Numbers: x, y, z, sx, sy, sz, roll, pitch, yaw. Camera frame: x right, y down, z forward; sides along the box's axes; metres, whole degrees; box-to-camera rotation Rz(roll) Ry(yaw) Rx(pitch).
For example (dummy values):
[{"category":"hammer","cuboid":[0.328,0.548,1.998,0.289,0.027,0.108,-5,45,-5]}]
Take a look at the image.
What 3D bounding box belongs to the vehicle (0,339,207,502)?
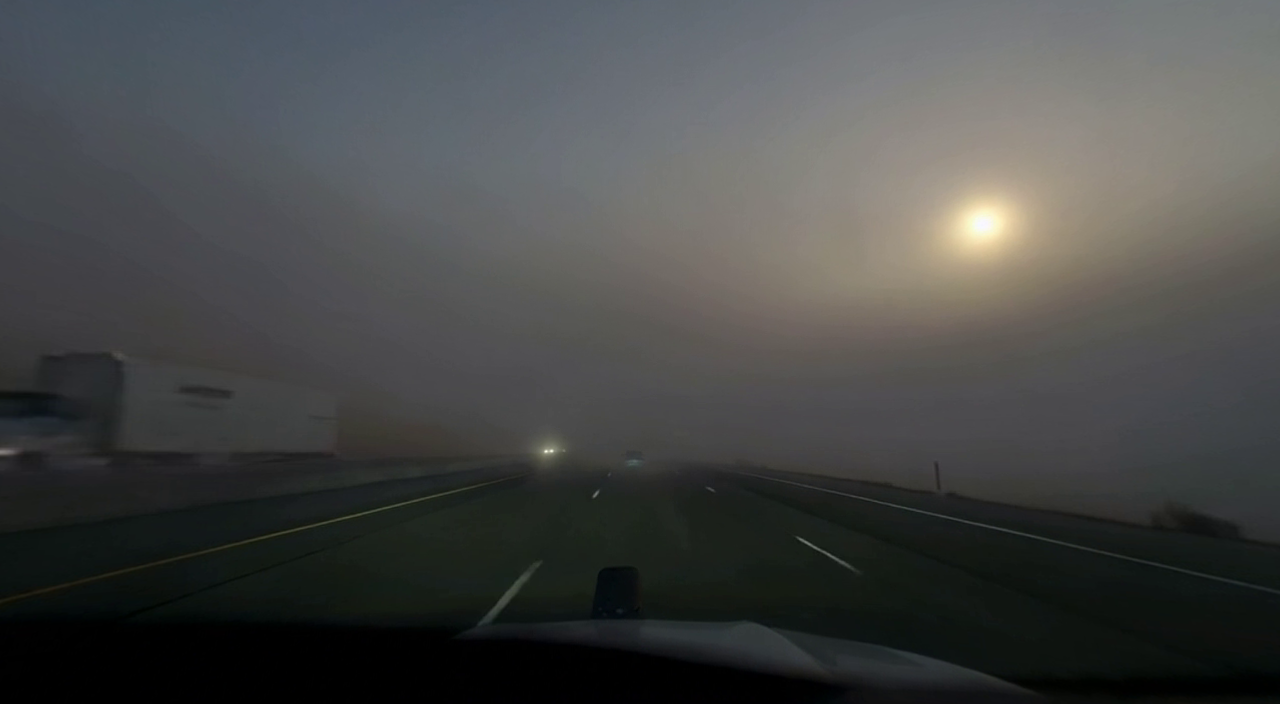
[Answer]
[{"category":"vehicle","cuboid":[-16.223,2.063,18.144,3.245,3.939,5.841,0,-9,-1]}]
